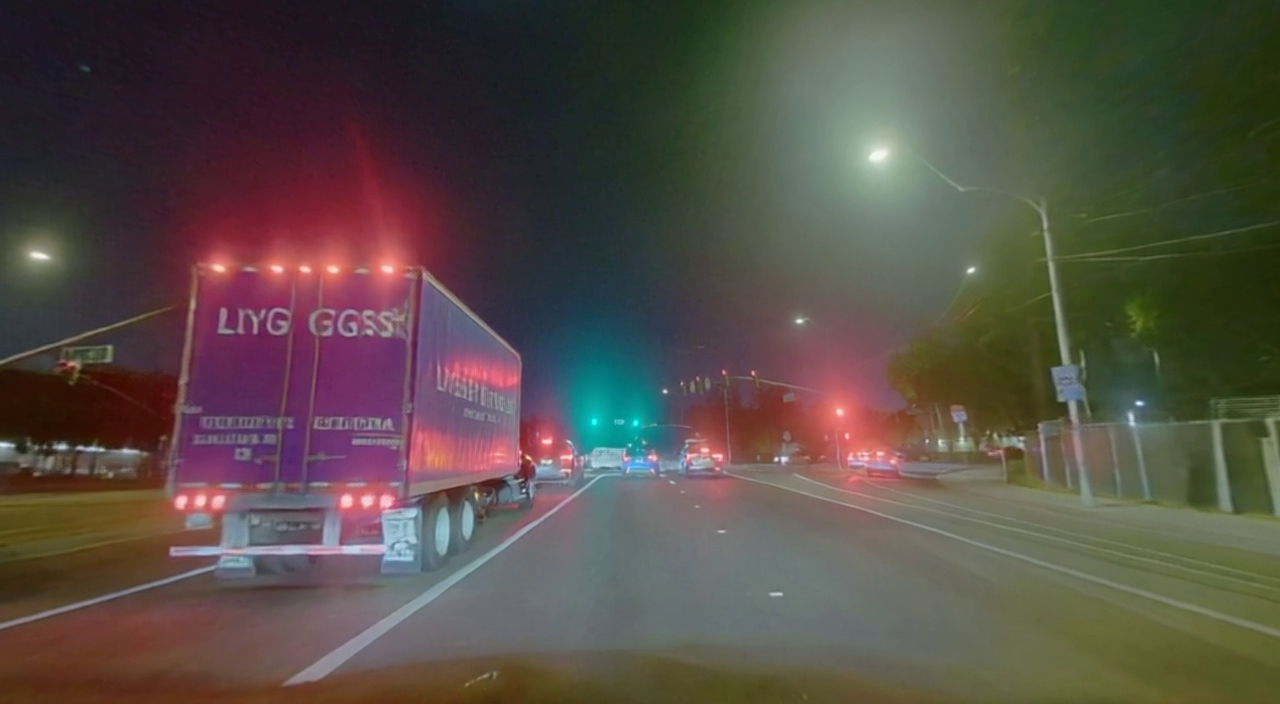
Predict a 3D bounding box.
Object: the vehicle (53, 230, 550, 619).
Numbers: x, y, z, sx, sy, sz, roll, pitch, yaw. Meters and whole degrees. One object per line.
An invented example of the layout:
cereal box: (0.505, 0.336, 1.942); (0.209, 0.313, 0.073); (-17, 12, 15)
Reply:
vehicle: (-3.429, 1.168, 9.584); (2.889, 3.347, 8.285); (0, -9, 0)

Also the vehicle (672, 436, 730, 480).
vehicle: (2.717, 4.856, 29.216); (2.086, 1.849, 4.607); (0, -9, -2)

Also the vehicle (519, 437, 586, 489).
vehicle: (-3.302, 4.286, 24.728); (1.994, 1.806, 4.564); (0, -9, 0)

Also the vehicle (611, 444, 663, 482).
vehicle: (-0.178, 4.830, 27.766); (2.117, 1.499, 4.036); (0, -9, -1)

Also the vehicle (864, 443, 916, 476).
vehicle: (13.658, 5.816, 34.400); (2.102, 1.662, 4.533); (-5, -10, 27)
